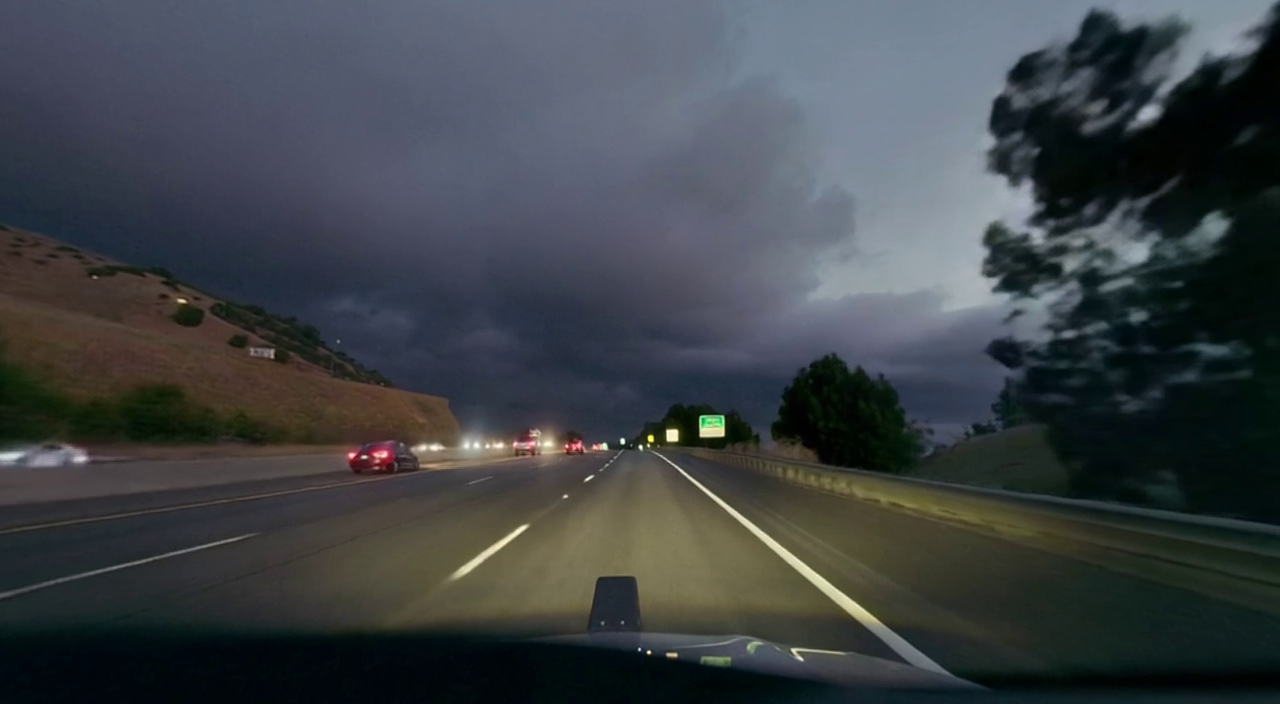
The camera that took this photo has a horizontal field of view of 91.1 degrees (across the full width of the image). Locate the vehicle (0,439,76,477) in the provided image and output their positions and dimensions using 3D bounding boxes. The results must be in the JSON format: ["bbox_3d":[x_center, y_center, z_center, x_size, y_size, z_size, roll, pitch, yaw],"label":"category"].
[{"bbox_3d":[-29.237,4.885,29.107,1.881,1.635,4.610,1,-8,0],"label":"vehicle"}]

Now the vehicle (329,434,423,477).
[{"bbox_3d":[-11.062,4.352,26.703,2.001,1.625,4.528,0,-8,0],"label":"vehicle"}]
